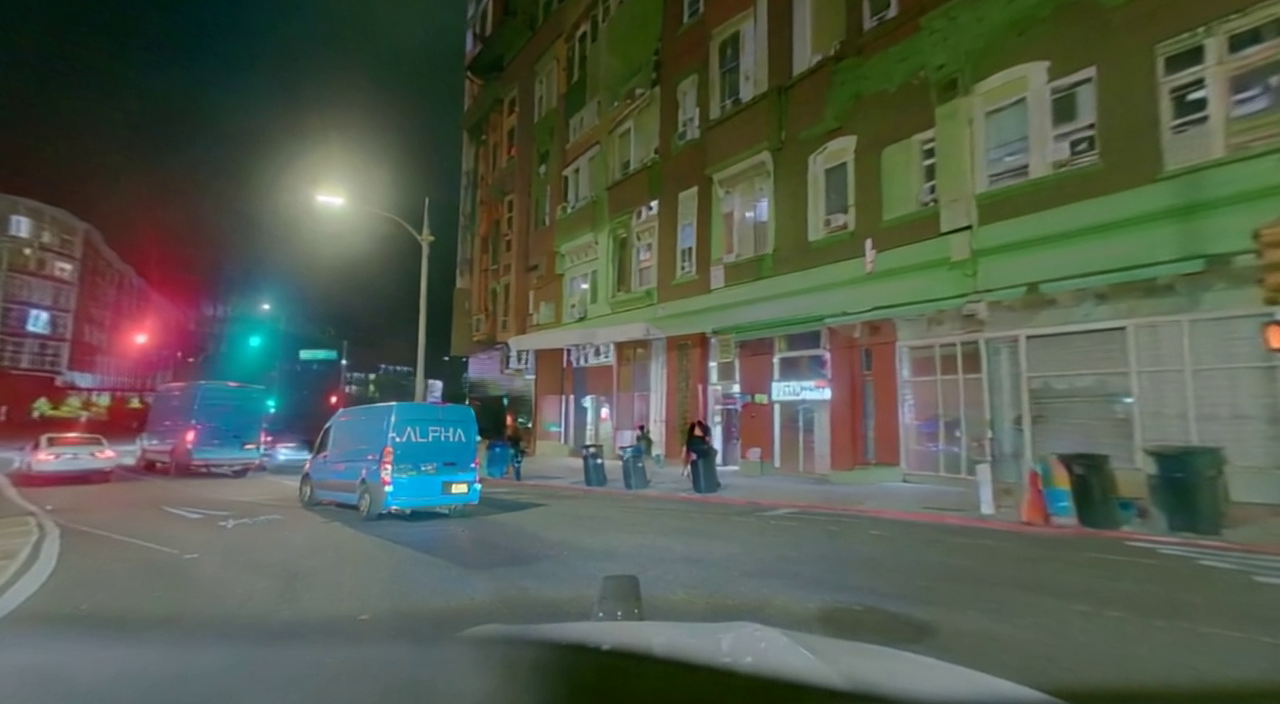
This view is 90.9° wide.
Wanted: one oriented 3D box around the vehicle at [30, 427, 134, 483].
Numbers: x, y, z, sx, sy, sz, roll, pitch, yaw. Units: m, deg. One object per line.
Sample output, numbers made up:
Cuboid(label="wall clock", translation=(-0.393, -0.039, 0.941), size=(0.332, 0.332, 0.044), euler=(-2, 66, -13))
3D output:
Cuboid(label="vehicle", translation=(-16.452, 2.989, 18.518), size=(3.426, 1.461, 1.841), euler=(-7, -11, 43))

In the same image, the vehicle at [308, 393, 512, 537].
Cuboid(label="vehicle", translation=(-4.075, 1.821, 10.737), size=(1.951, 1.907, 4.266), euler=(6, -10, -38))

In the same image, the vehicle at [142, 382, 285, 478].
Cuboid(label="vehicle", translation=(-14.300, 2.630, 20.925), size=(6.504, 2.703, 2.333), euler=(-7, -11, 43))
